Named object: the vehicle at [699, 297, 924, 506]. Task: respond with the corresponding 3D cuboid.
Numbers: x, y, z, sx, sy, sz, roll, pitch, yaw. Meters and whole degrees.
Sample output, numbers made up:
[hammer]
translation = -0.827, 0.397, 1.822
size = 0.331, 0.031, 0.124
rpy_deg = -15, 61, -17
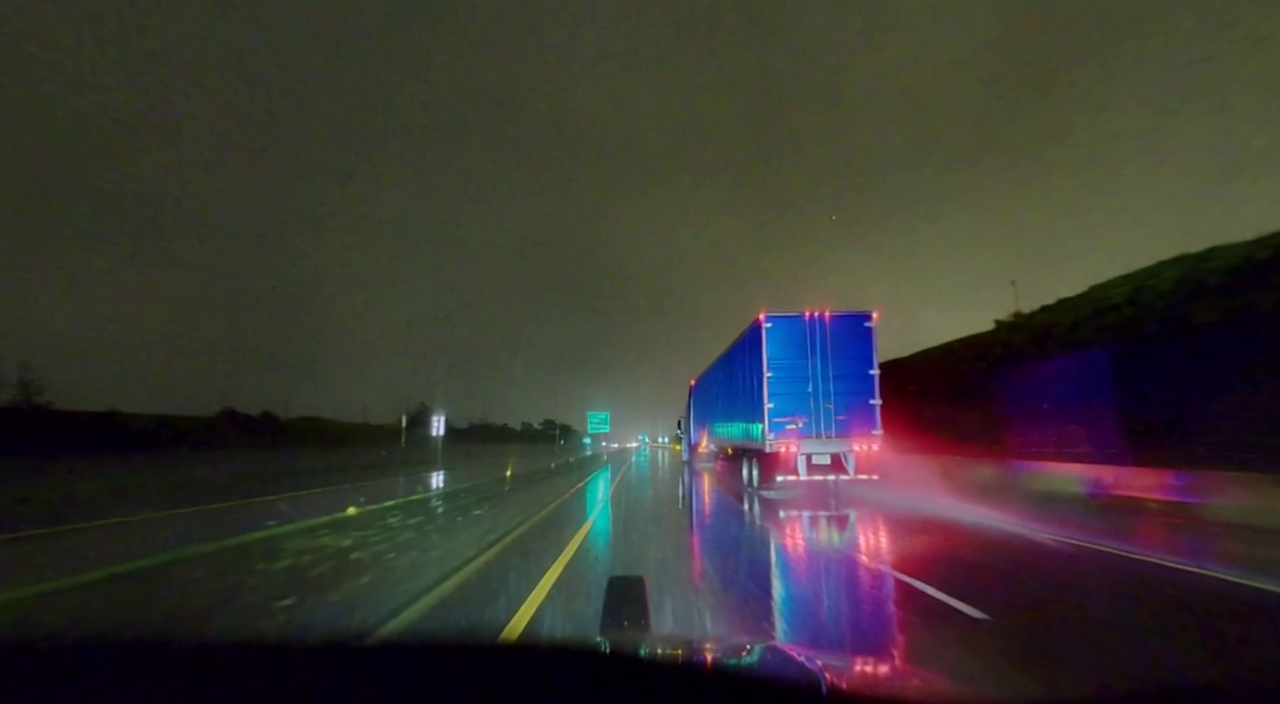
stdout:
[vehicle]
translation = 4.329, 2.002, 20.531
size = 3.615, 4.578, 13.539
rpy_deg = 0, -8, 0
